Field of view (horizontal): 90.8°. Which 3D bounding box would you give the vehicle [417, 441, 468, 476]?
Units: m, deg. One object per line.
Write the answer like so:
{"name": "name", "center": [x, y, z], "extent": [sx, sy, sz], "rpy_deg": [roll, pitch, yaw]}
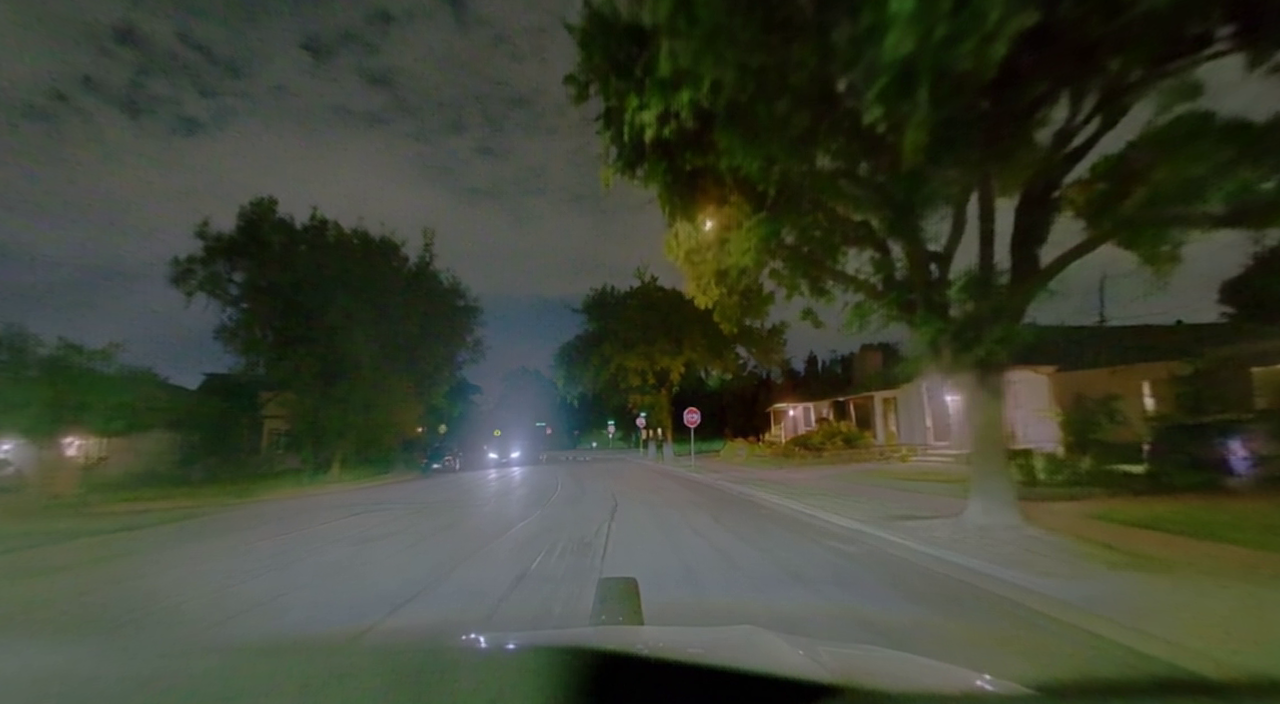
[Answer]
{"name": "vehicle", "center": [-10.094, 5.475, 32.633], "extent": [1.994, 1.656, 4.334], "rpy_deg": [1, -9, -11]}

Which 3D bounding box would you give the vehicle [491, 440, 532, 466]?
{"name": "vehicle", "center": [-7.950, 6.279, 39.518], "extent": [2.146, 1.506, 4.885], "rpy_deg": [1, -9, -8]}
